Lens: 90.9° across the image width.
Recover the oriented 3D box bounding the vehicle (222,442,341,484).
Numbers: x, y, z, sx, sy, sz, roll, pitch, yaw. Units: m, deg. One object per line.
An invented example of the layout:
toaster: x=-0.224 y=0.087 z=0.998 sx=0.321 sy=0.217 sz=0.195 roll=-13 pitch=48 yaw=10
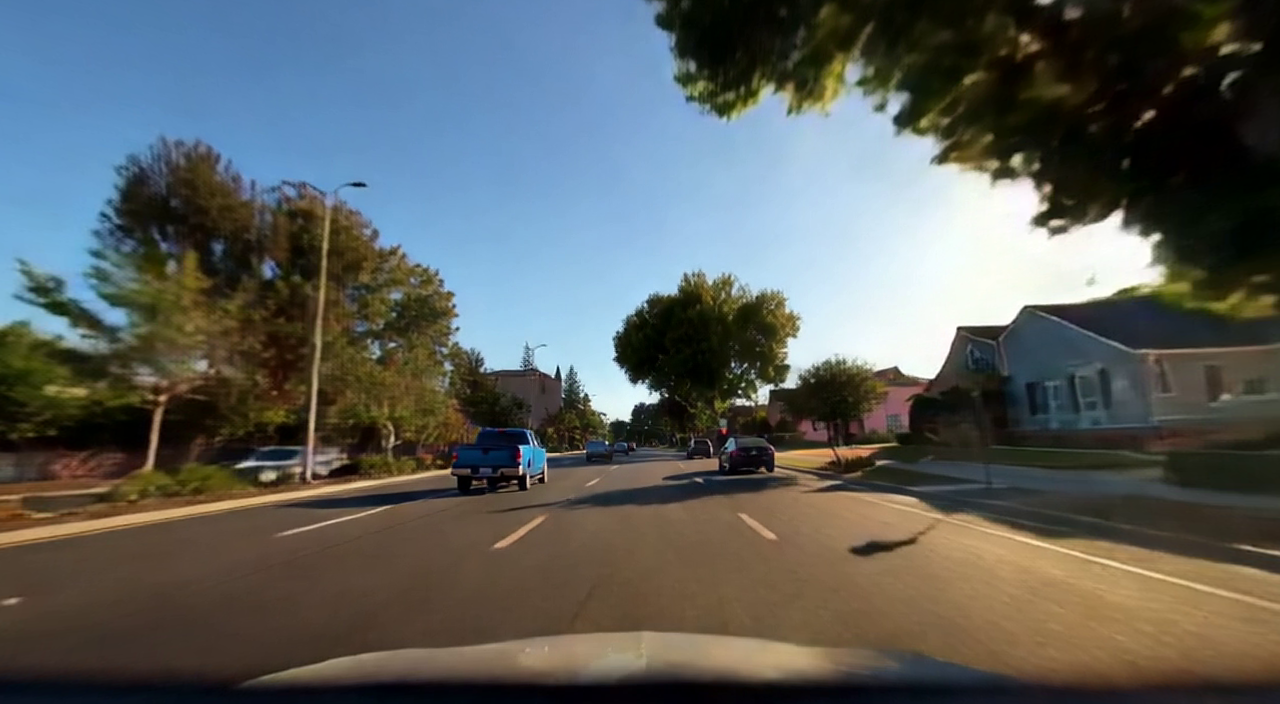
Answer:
vehicle: x=-13.545 y=4.195 z=24.160 sx=1.893 sy=1.456 sz=4.356 roll=0 pitch=-9 yaw=2

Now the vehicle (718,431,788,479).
vehicle: x=4.390 y=4.073 z=25.219 sx=2.016 sy=1.736 sz=4.356 roll=0 pitch=-8 yaw=0

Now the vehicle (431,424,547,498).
vehicle: x=-3.951 y=2.941 z=17.426 sx=2.002 sy=1.747 sz=4.728 roll=0 pitch=-8 yaw=0
